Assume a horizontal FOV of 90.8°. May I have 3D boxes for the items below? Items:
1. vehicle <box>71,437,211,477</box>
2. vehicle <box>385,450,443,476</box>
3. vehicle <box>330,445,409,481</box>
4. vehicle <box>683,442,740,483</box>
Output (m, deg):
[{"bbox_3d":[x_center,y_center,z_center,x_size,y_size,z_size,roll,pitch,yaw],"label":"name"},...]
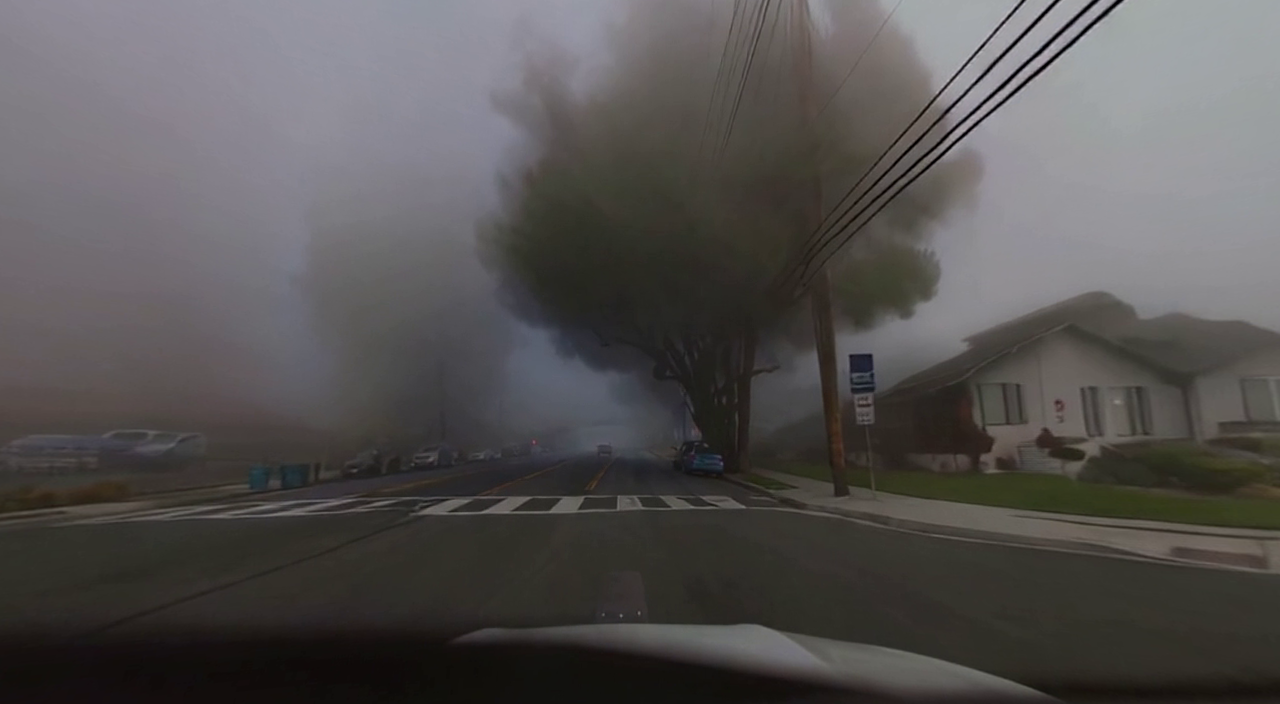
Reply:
[{"bbox_3d":[-22.544,4.756,28.694,4.612,1.736,1.951,0,-9,-1],"label":"vehicle"},{"bbox_3d":[-14.092,6.898,39.661,1.887,1.490,4.656,0,-9,0],"label":"vehicle"},{"bbox_3d":[-14.152,5.822,33.400,1.913,1.745,4.992,0,-9,1],"label":"vehicle"},{"bbox_3d":[3.270,5.145,29.734,2.045,1.746,4.564,0,-9,-1],"label":"vehicle"}]
